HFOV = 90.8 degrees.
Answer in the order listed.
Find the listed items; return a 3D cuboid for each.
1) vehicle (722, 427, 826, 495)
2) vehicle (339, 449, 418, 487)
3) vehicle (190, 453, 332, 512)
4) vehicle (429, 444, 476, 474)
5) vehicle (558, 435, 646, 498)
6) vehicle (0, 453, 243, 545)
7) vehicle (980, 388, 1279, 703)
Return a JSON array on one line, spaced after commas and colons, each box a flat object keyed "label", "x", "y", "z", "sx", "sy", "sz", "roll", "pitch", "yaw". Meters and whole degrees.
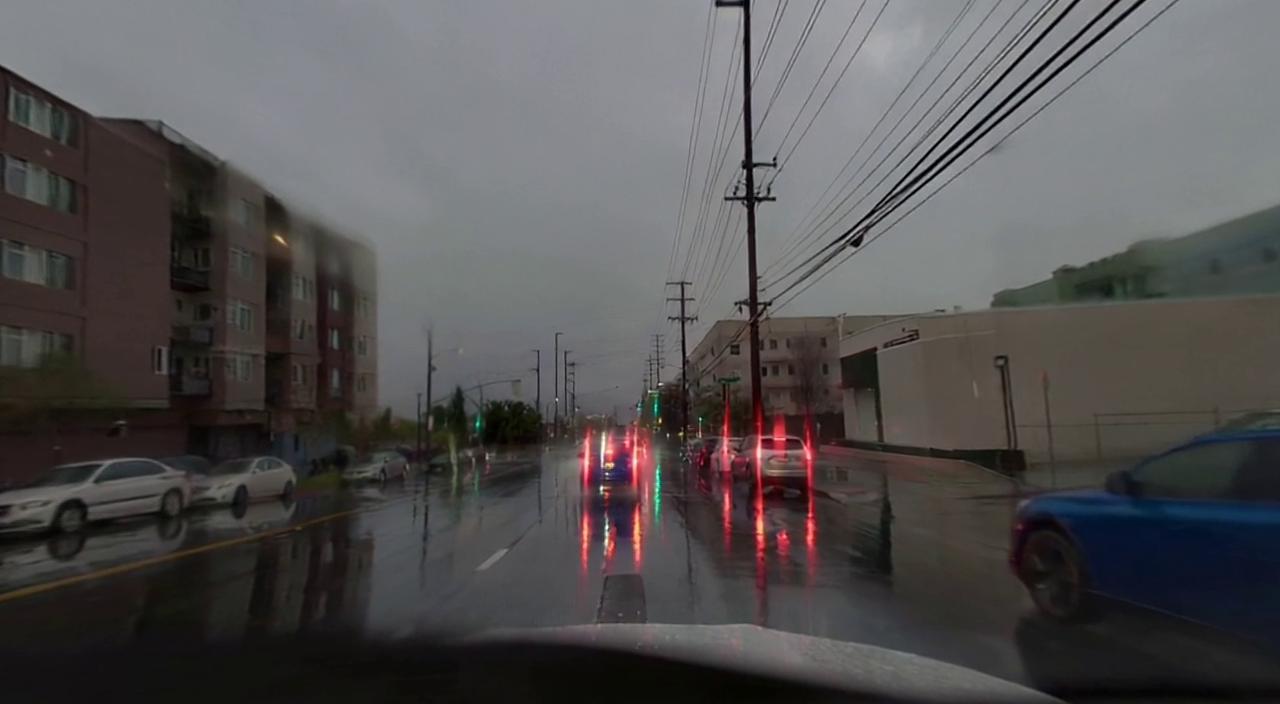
[{"label": "vehicle", "x": 3.672, "y": 3.082, "z": 18.214, "sx": 1.967, "sy": 1.721, "sz": 4.410, "roll": 0, "pitch": -8, "yaw": -1}, {"label": "vehicle", "x": -12.099, "y": 5.367, "z": 29.545, "sx": 1.868, "sy": 1.491, "sz": 4.367, "roll": -4, "pitch": -8, "yaw": 0}, {"label": "vehicle", "x": -12.050, "y": 4.116, "z": 20.516, "sx": 1.850, "sy": 1.487, "sz": 4.711, "roll": -4, "pitch": -8, "yaw": -2}, {"label": "vehicle", "x": -12.222, "y": 6.978, "z": 41.456, "sx": 2.011, "sy": 1.687, "sz": 4.079, "roll": -3, "pitch": -8, "yaw": -2}, {"label": "vehicle", "x": -0.891, "y": 2.991, "z": 17.002, "sx": 2.019, "sy": 1.453, "sz": 4.603, "roll": 0, "pitch": -8, "yaw": 0}, {"label": "vehicle", "x": -12.013, "y": 3.252, "z": 14.680, "sx": 2.242, "sy": 1.534, "sz": 5.414, "roll": -4, "pitch": -8, "yaw": -2}, {"label": "vehicle", "x": 4.077, "y": 1.006, "z": 3.162, "sx": 1.938, "sy": 1.570, "sz": 4.872, "roll": 2, "pitch": -8, "yaw": -2}]
